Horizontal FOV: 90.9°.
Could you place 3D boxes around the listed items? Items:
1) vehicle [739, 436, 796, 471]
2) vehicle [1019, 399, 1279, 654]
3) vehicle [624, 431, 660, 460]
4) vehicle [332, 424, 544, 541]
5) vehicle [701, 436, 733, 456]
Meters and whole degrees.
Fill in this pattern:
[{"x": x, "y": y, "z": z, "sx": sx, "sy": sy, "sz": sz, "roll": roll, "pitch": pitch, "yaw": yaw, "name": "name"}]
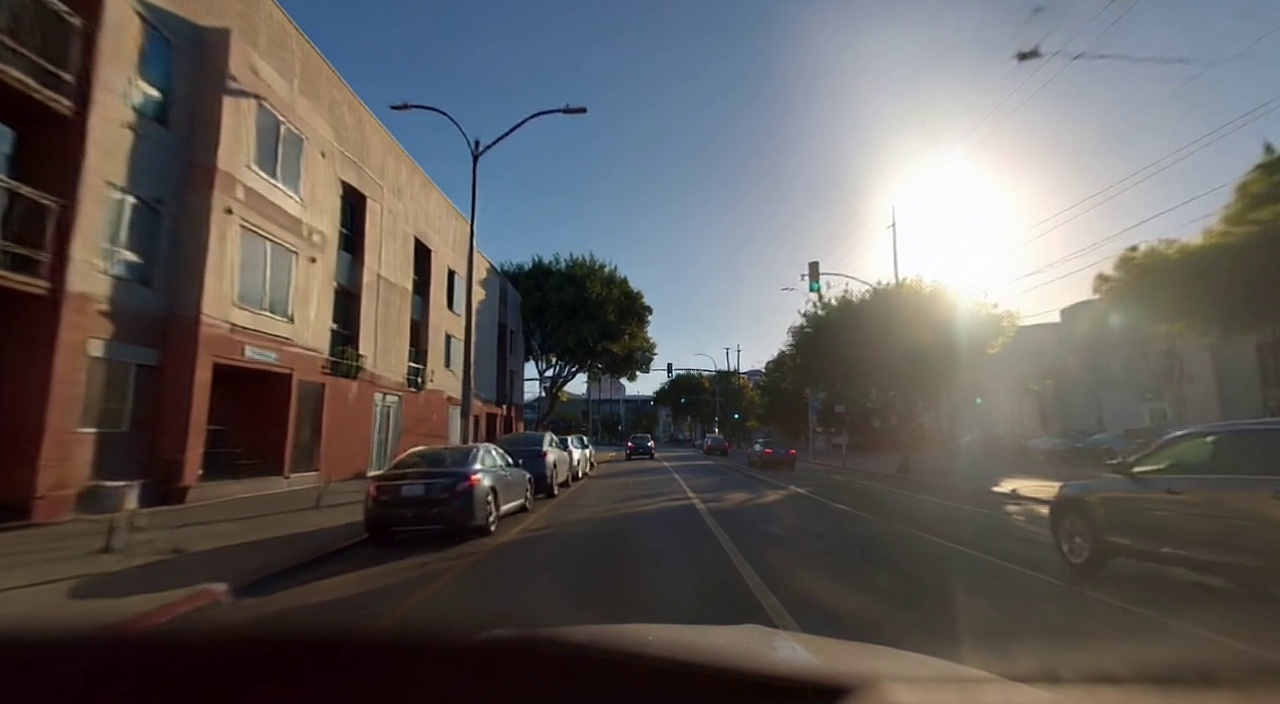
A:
[{"x": 5.624, "y": 4.490, "z": 28.179, "sx": 1.799, "sy": 1.463, "sz": 3.464, "roll": 0, "pitch": -8, "yaw": 0, "name": "vehicle"}, {"x": 4.990, "y": 1.183, "z": 4.543, "sx": 1.891, "sy": 1.599, "sz": 4.173, "roll": 0, "pitch": -8, "yaw": 0, "name": "vehicle"}, {"x": 0.122, "y": 5.734, "z": 38.930, "sx": 2.122, "sy": 1.689, "sz": 3.885, "roll": 0, "pitch": -8, "yaw": 0, "name": "vehicle"}, {"x": -2.921, "y": 1.970, "z": 10.255, "sx": 1.843, "sy": 1.482, "sz": 4.310, "roll": 0, "pitch": -8, "yaw": 2, "name": "vehicle"}, {"x": 6.004, "y": 7.368, "z": 49.596, "sx": 1.917, "sy": 1.467, "sz": 4.452, "roll": 0, "pitch": -8, "yaw": -1, "name": "vehicle"}]
